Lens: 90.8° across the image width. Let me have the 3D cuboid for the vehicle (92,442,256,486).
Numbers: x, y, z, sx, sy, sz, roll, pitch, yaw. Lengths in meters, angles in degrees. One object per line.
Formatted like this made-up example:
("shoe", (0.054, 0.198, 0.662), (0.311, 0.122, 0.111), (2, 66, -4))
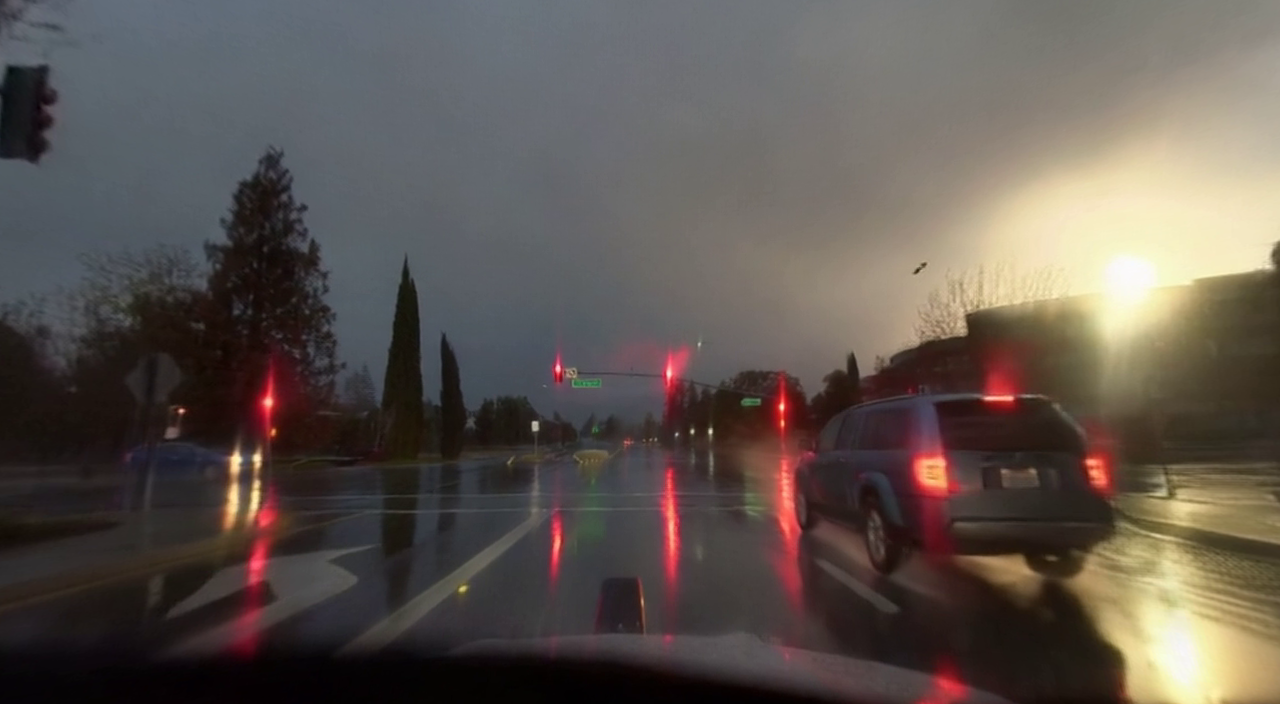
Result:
("vehicle", (-18.503, 4.447, 25.338), (4.737, 1.659, 2.042), (1, -9, -10))

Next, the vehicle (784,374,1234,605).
("vehicle", (3.463, 1.436, 7.473), (2.229, 1.795, 4.927), (0, -9, -1))
